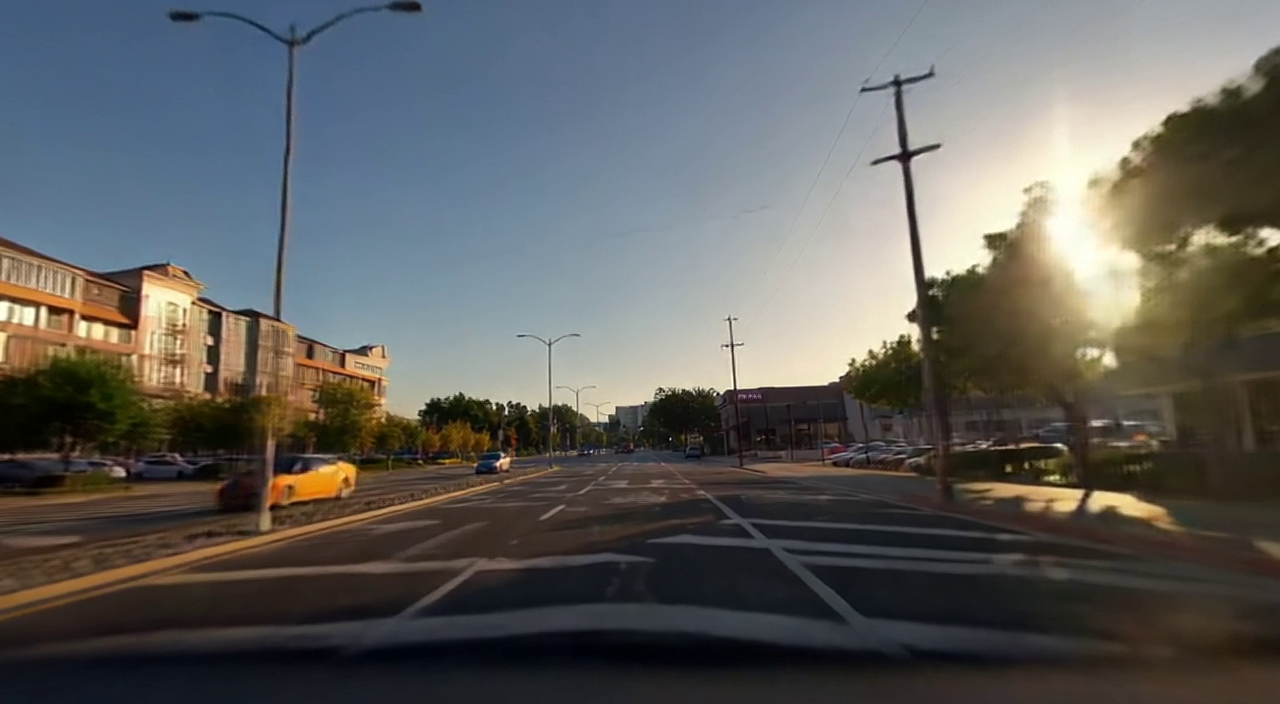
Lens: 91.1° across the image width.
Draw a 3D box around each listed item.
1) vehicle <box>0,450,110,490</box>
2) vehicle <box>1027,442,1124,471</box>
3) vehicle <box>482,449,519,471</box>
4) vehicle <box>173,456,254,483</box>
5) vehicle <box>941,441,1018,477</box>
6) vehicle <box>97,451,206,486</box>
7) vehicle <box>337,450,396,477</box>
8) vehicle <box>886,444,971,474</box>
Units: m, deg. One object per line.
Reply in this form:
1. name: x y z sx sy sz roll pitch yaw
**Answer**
1. vehicle: -40.845 8.092 43.105 6.078 2.123 2.373 7 -4 -17
2. vehicle: 27.292 6.567 39.472 4.478 1.746 2.159 0 -8 1
3. vehicle: -9.992 7.760 45.294 1.880 1.461 4.446 0 -9 -3
4. vehicle: -30.682 8.416 45.305 4.584 1.790 1.858 5 -10 -30
5. vehicle: 18.754 5.848 34.642 3.754 1.844 2.002 5 -10 -32
6. vehicle: -29.610 7.038 38.093 5.319 1.985 2.410 -3 -9 16
7. vehicle: -19.978 8.147 46.101 2.218 1.788 4.604 0 -9 0
8. vehicle: 16.758 6.157 36.424 4.313 1.584 2.282 5 -10 -29
